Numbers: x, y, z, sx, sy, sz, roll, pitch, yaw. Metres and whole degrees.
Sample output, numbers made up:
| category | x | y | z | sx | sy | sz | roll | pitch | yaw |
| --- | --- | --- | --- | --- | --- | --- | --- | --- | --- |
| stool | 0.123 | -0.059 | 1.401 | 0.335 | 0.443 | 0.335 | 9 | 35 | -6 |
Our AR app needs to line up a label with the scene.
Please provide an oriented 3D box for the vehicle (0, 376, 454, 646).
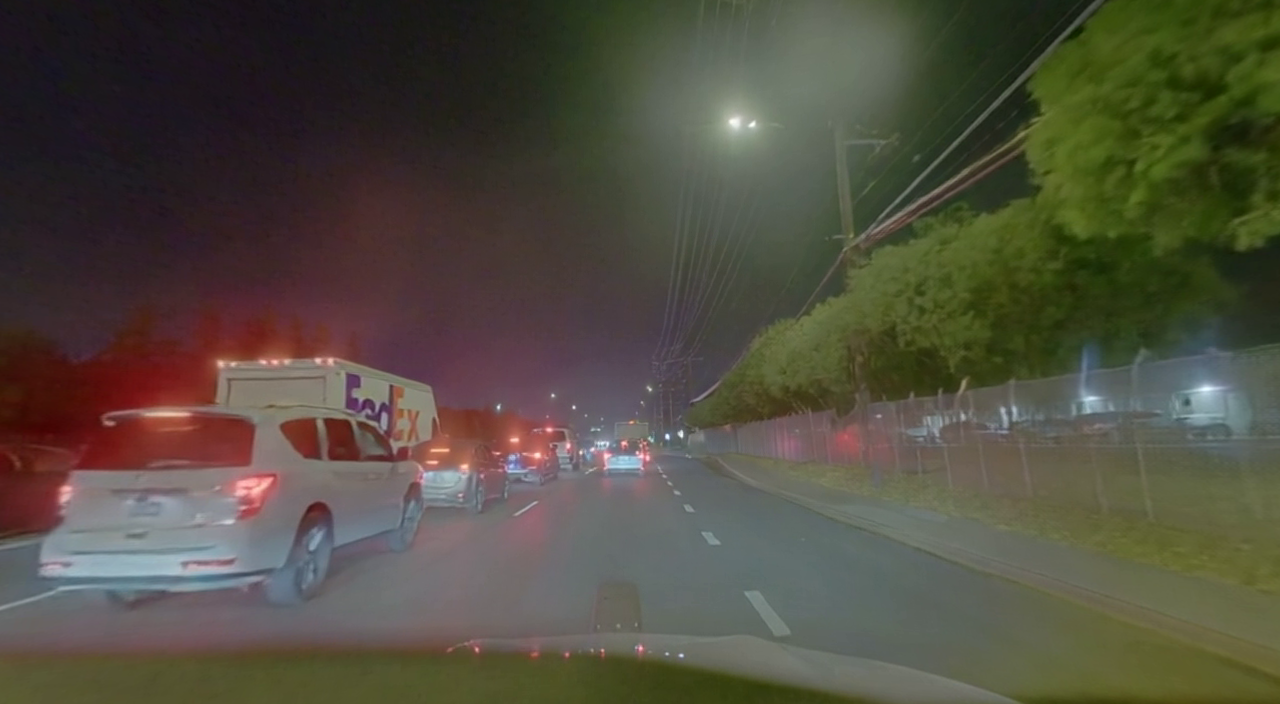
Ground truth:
| category | x | y | z | sx | sy | sz | roll | pitch | yaw |
| --- | --- | --- | --- | --- | --- | --- | --- | --- | --- |
| vehicle | -3.871 | 1.419 | 6.724 | 2.263 | 1.803 | 4.868 | 0 | -8 | 0 |

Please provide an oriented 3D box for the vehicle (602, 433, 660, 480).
| category | x | y | z | sx | sy | sz | roll | pitch | yaw |
| --- | --- | --- | --- | --- | --- | --- | --- | --- | --- |
| vehicle | -0.372 | 4.024 | 24.546 | 2.055 | 1.671 | 4.147 | 0 | -8 | -1 |

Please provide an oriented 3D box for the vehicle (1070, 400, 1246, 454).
| category | x | y | z | sx | sy | sz | roll | pitch | yaw |
| --- | --- | --- | --- | --- | --- | --- | --- | --- | --- |
| vehicle | 32.607 | 4.786 | 39.820 | 8.848 | 3.271 | 2.774 | 0 | -9 | -5 |
